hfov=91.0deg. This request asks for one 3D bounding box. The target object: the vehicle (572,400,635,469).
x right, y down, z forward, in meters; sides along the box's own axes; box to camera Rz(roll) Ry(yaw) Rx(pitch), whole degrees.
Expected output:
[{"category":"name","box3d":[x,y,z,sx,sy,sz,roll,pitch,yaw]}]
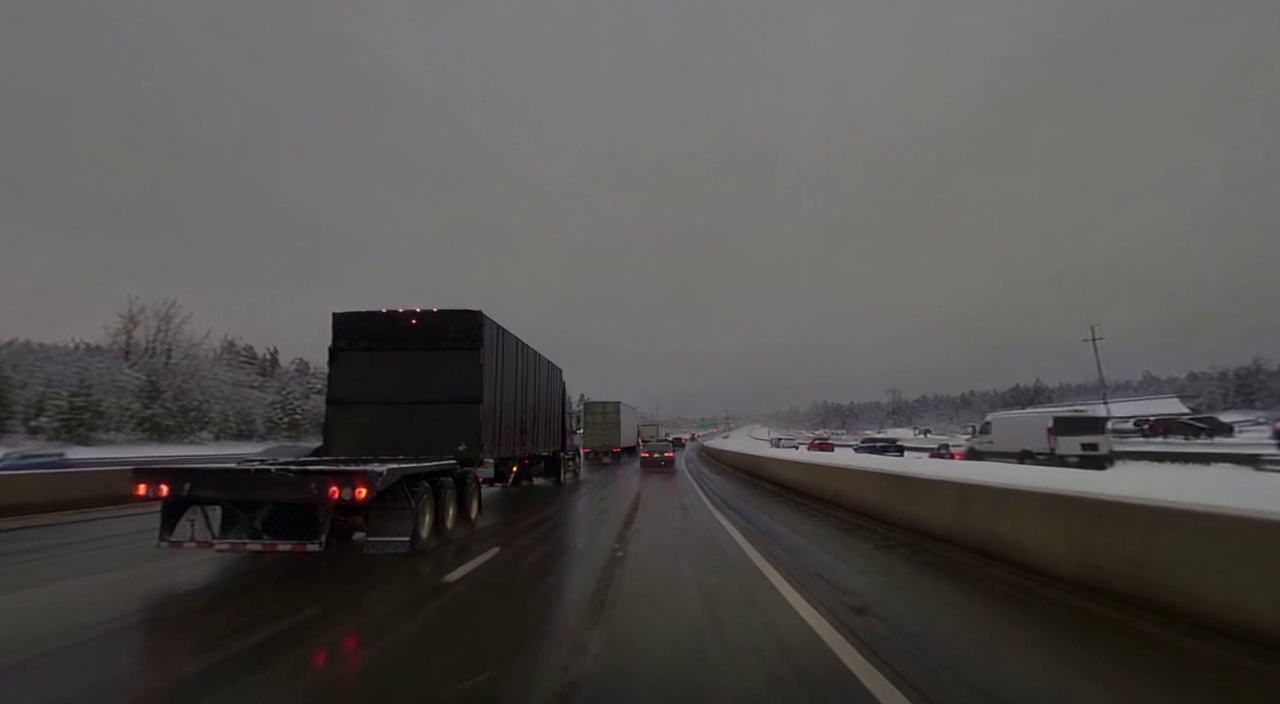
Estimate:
[{"category":"vehicle","box3d":[-2.114,5.412,40.788,3.073,3.894,9.782,-1,-9,3]}]

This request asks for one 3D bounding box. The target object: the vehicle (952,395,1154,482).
[{"category":"vehicle","box3d":[14.199,3.138,22.557,2.679,2.597,7.126,-1,-8,3]}]

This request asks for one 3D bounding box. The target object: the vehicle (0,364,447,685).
[{"category":"vehicle","box3d":[-3.655,1.193,5.327,2.896,1.779,3.441,0,-8,0]}]

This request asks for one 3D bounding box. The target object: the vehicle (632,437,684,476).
[{"category":"vehicle","box3d":[0.837,4.718,28.670,2.178,1.640,4.071,-1,-9,3]}]
